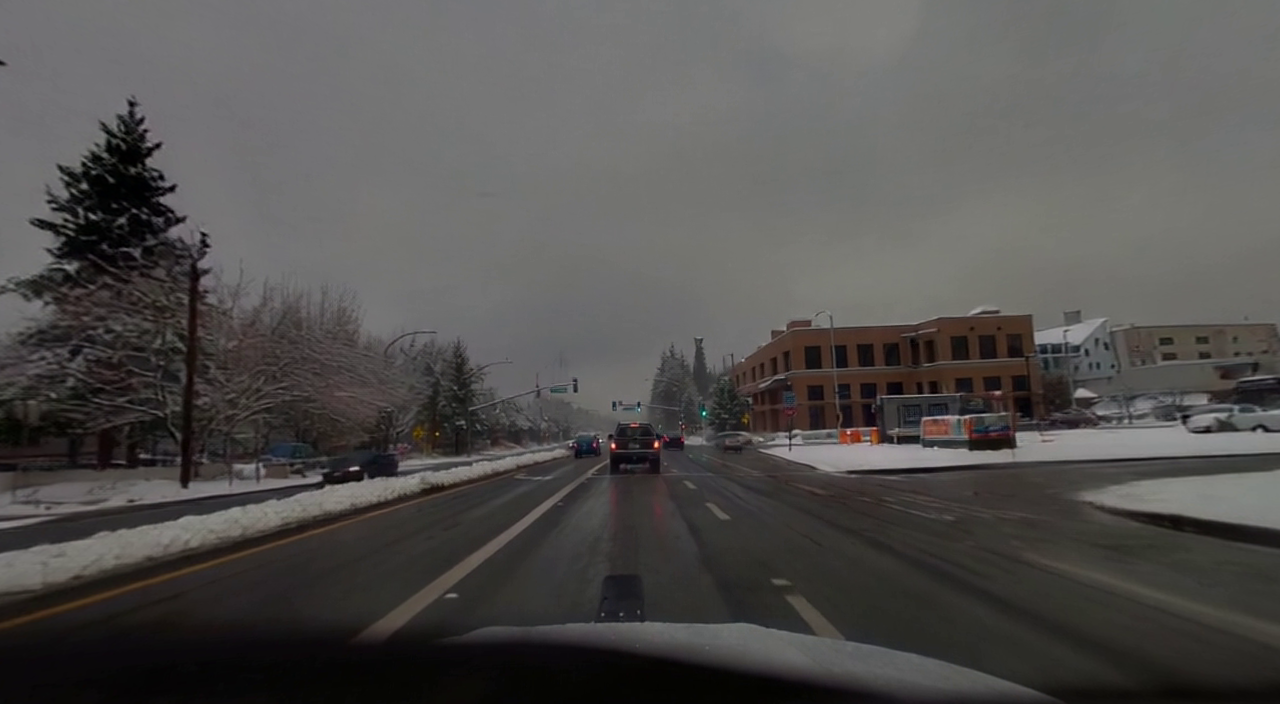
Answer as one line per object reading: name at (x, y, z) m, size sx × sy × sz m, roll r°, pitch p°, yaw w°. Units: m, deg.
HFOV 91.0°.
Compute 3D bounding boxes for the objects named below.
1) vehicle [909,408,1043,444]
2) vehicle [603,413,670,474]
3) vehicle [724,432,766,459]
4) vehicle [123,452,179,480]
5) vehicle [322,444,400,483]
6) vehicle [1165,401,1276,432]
vehicle at (14.957, 3.371, 28.139) m, size 4.986 × 1.467 × 2.025 m, roll -6°, pitch -10°, yaw 34°
vehicle at (-0.183, 3.649, 24.983) m, size 2.350 × 2.122 × 5.801 m, roll 0°, pitch -8°, yaw -1°
vehicle at (6.327, 5.592, 37.616) m, size 2.145 × 1.503 × 4.267 m, roll -2°, pitch -9°, yaw 13°
vehicle at (-33.236, 7.678, 42.743) m, size 4.692 × 1.720 × 1.941 m, roll -7°, pitch -11°, yaw 40°
vehicle at (-12.839, 5.112, 29.213) m, size 1.887 × 1.536 × 4.088 m, roll -4°, pitch -8°, yaw -2°
vehicle at (31.008, 3.506, 33.829) m, size 1.810 × 1.448 × 4.550 m, roll -1°, pitch -8°, yaw 4°
